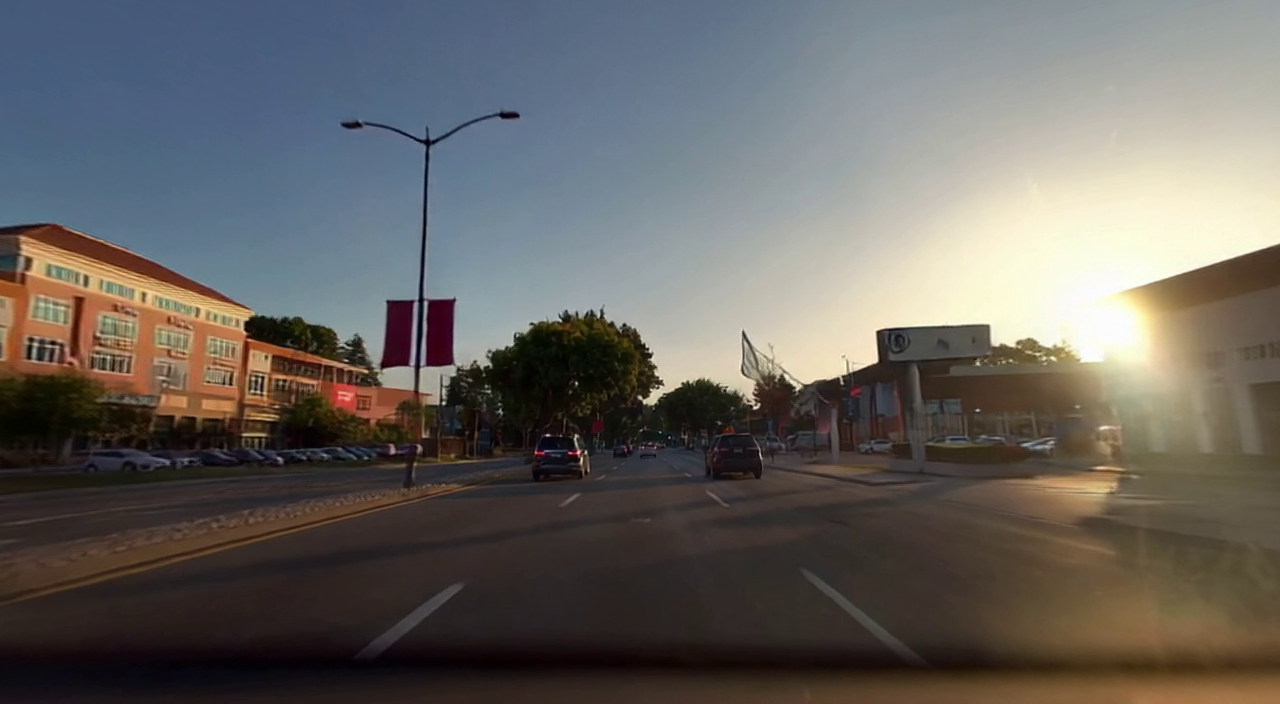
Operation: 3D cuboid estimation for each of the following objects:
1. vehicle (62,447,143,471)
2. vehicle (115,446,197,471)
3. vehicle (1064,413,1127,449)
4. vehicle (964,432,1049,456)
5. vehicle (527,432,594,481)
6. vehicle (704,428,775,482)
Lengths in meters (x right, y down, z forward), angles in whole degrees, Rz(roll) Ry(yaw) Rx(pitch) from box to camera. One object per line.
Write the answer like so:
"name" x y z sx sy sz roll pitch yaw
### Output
"vehicle" -40.338 7.986 47.253 2.021 1.699 4.499 0 -8 2
"vehicle" -36.451 8.012 47.463 2.102 1.730 5.018 0 -8 1
"vehicle" 33.626 5.864 46.388 2.852 2.462 2.062 -1 -9 0
"vehicle" 27.081 6.825 46.508 4.699 1.608 2.379 -1 -10 -1
"vehicle" -3.043 4.128 25.006 2.014 1.775 4.404 0 -9 1
"vehicle" 3.824 4.048 24.877 2.024 1.921 4.431 0 -9 -1
